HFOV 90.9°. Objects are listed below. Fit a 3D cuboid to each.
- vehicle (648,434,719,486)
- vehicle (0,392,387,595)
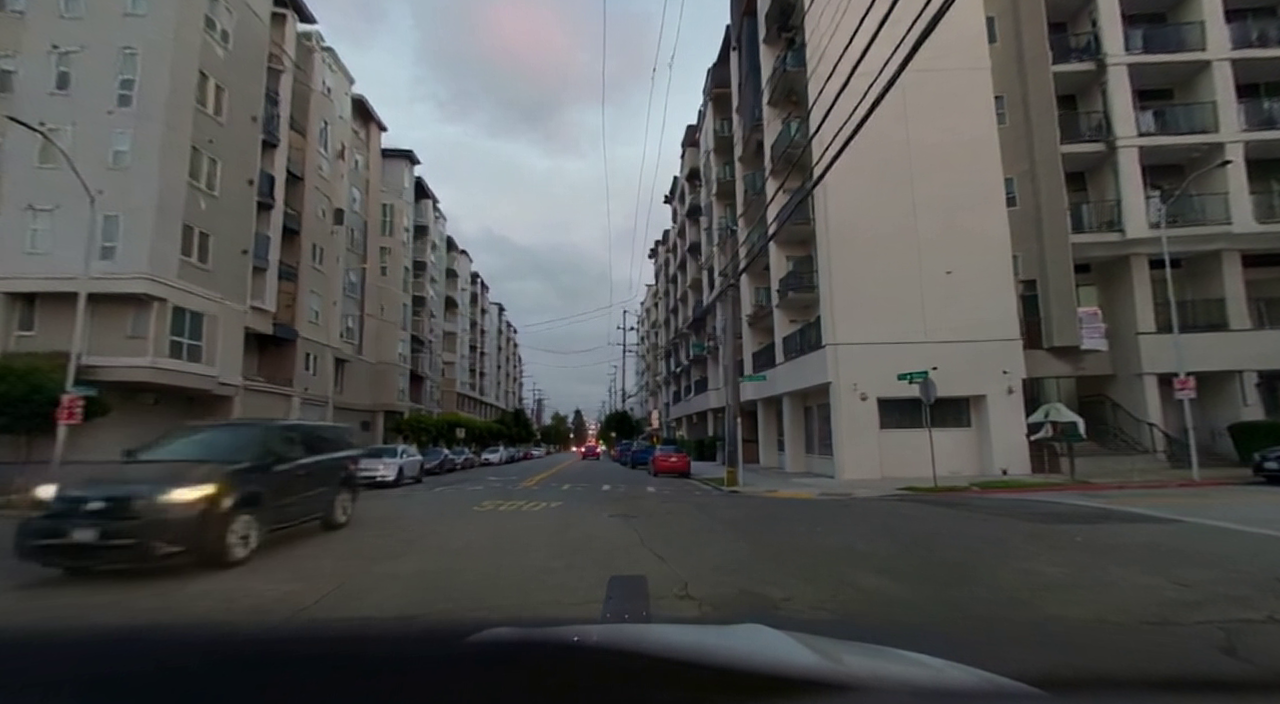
[{"bbox_3d":[1.572,4.208,24.798,2.164,1.721,4.416,-3,-9,-3],"label":"vehicle"},{"bbox_3d":[-5.183,1.628,8.130,2.201,1.801,4.750,1,-9,-5],"label":"vehicle"}]
